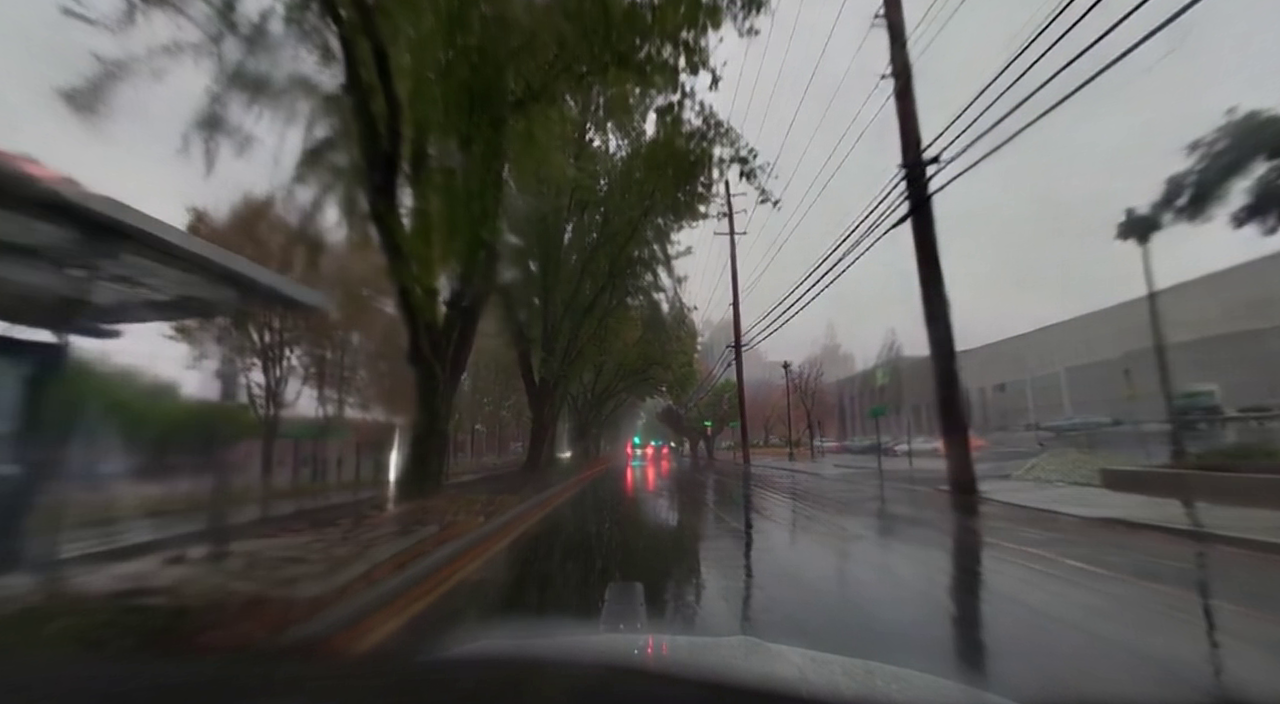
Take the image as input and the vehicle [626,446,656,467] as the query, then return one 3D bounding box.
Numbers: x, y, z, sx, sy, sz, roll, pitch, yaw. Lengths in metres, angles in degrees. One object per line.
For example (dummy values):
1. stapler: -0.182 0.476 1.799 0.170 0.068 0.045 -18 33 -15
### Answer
1. vehicle: 0.055 7.798 47.381 2.109 1.501 4.042 0 -8 -1
